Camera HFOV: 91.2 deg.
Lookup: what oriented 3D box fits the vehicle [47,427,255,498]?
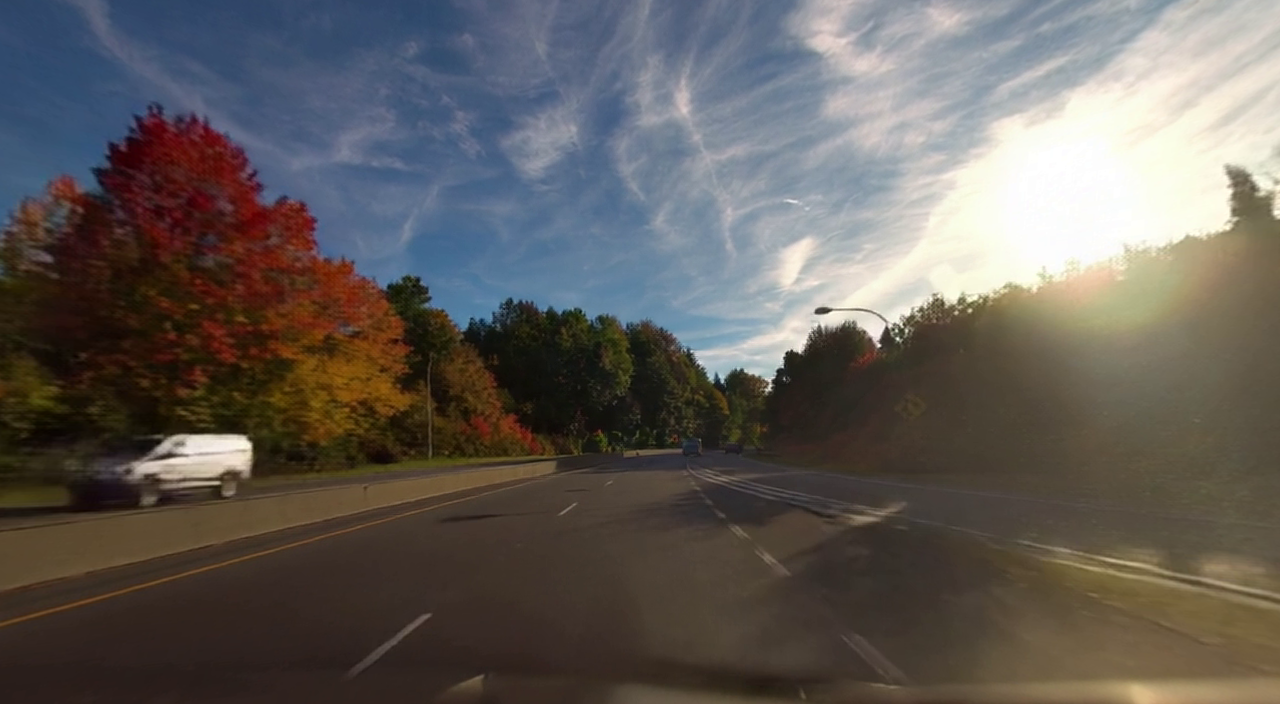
[{"bbox_3d":[-15.187,3.467,20.009,2.089,1.939,5.262,-1,-9,4],"label":"vehicle"}]
